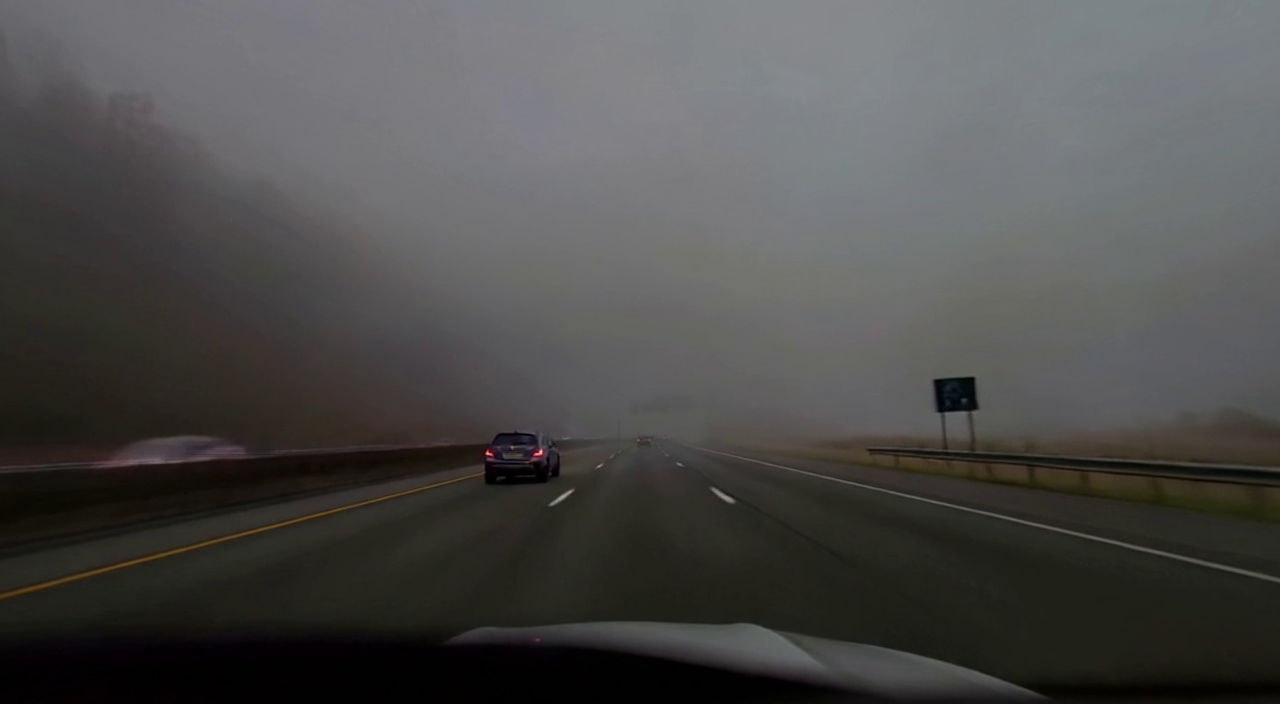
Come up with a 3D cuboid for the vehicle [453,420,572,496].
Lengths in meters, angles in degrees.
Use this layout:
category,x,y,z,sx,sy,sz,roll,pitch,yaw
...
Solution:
category,x,y,z,sx,sy,sz,roll,pitch,yaw
vehicle,-3.006,2.593,15.844,2.084,1.654,4.080,0,-8,1
